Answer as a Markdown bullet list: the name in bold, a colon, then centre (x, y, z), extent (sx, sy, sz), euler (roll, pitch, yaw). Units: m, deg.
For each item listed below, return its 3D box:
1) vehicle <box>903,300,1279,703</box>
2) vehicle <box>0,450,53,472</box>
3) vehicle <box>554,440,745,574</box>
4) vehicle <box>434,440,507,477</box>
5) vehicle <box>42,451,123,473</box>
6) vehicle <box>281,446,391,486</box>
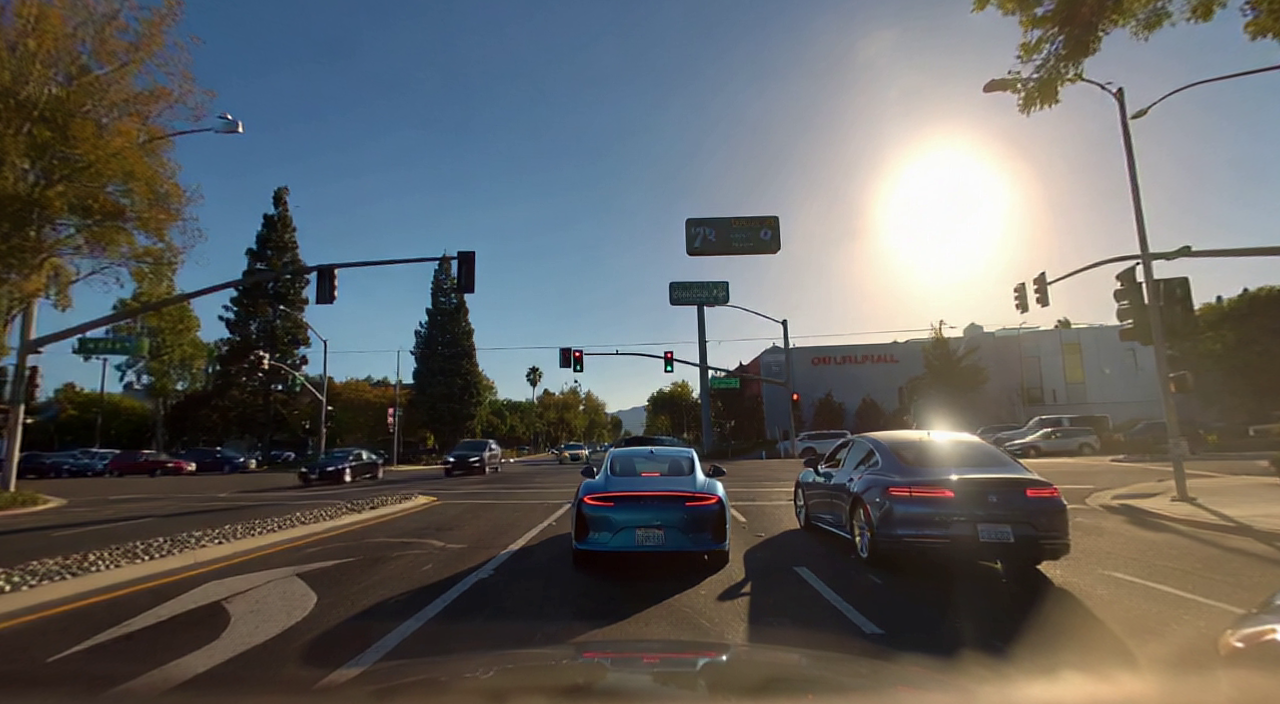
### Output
- **vehicle**: centre (3.108, 0.799, 2.525), extent (2.143, 1.759, 4.531), euler (0, -8, 0)
- **vehicle**: centre (-46.268, 7.958, 46.138), extent (4.545, 1.558, 1.833), euler (0, -8, -3)
- **vehicle**: centre (0.118, 1.868, 8.391), extent (1.945, 1.343, 3.827), euler (0, -8, 1)
- **vehicle**: centre (-8.139, 5.139, 30.798), extent (2.091, 1.651, 4.870), euler (-1, -8, 2)
- **vehicle**: centre (-41.298, 8.152, 46.780), extent (4.195, 1.533, 1.752), euler (0, -8, -3)
- **vehicle**: centre (-11.894, 4.456, 25.047), extent (2.053, 1.436, 4.494), euler (0, -8, 1)
